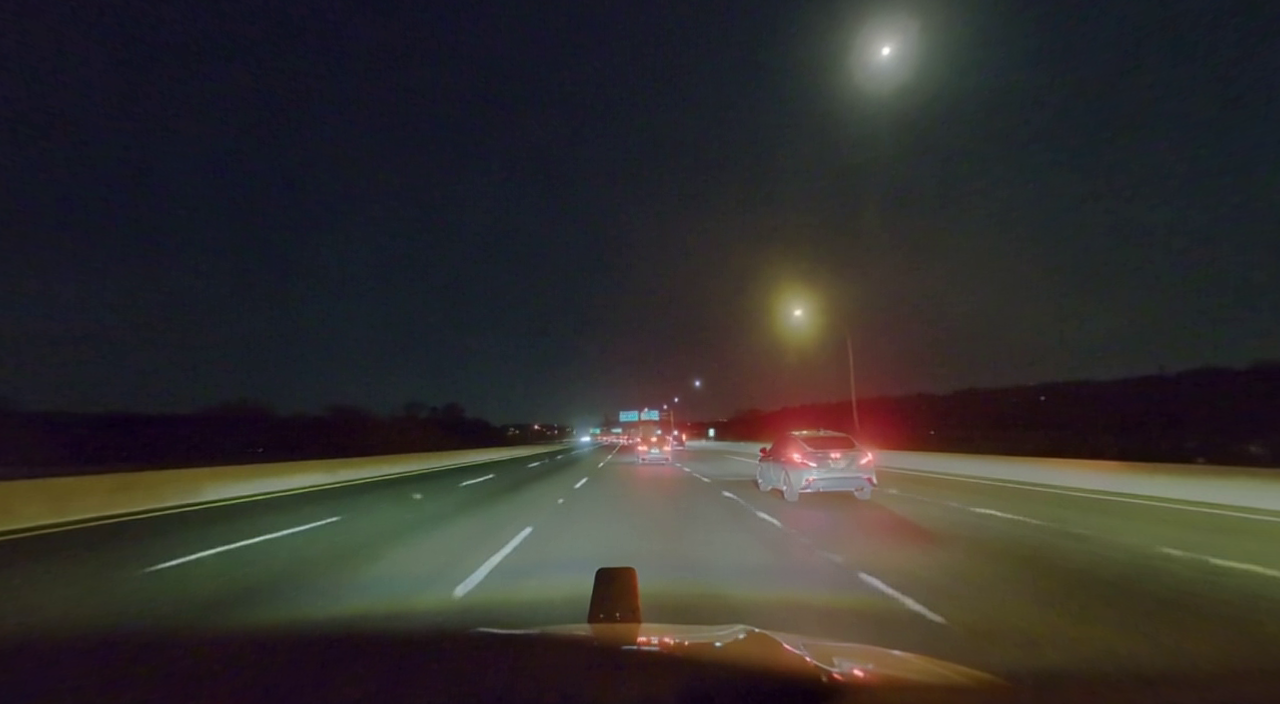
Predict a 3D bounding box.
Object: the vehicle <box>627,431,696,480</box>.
[{"bbox_3d":[0.592,3.373,20.873,2.046,1.467,3.844,0,-8,-2],"label":"vehicle"}]
